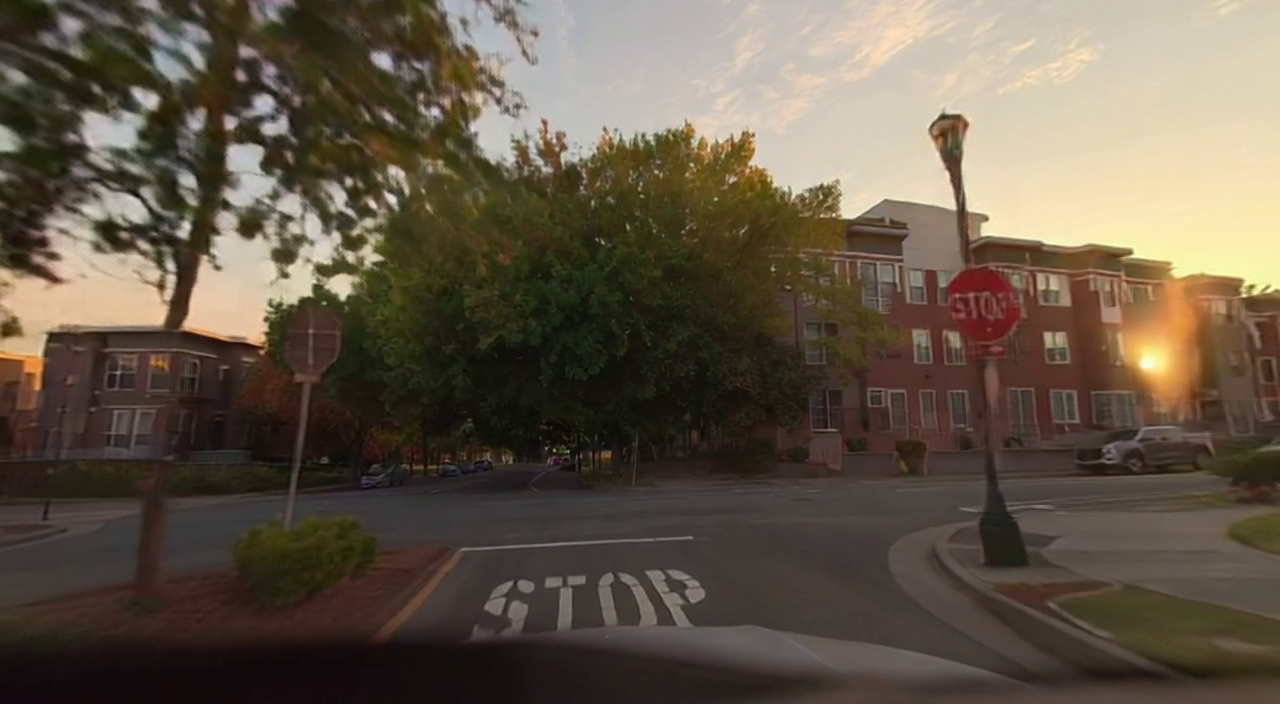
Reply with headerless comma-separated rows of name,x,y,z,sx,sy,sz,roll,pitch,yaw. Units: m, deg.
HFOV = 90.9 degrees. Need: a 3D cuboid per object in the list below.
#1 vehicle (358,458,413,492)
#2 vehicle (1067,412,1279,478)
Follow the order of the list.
vehicle,-13.565,6.537,33.821,2.027,1.475,4.522,1,-8,-13
vehicle,18.433,3.283,22.027,5.213,1.850,2.126,-4,-10,4
